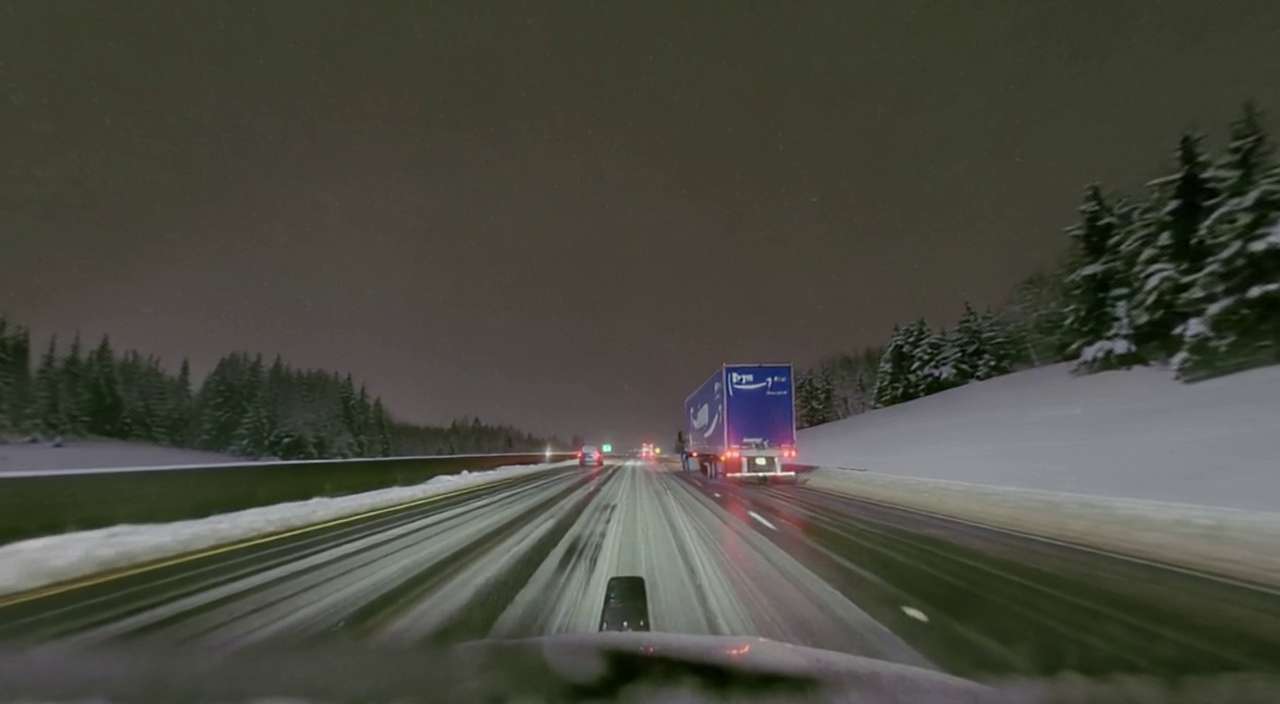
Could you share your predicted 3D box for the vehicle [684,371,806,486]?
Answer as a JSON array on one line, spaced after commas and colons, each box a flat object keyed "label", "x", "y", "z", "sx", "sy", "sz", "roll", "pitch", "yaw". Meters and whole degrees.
[{"label": "vehicle", "x": 4.281, "y": 3.949, "z": 30.675, "sx": 2.928, "sy": 4.021, "sz": 17.190, "roll": 0, "pitch": -9, "yaw": 0}]

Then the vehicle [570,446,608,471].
[{"label": "vehicle", "x": -3.441, "y": 7.328, "z": 43.447, "sx": 2.200, "sy": 1.562, "sz": 4.959, "roll": 0, "pitch": -9, "yaw": 0}]
